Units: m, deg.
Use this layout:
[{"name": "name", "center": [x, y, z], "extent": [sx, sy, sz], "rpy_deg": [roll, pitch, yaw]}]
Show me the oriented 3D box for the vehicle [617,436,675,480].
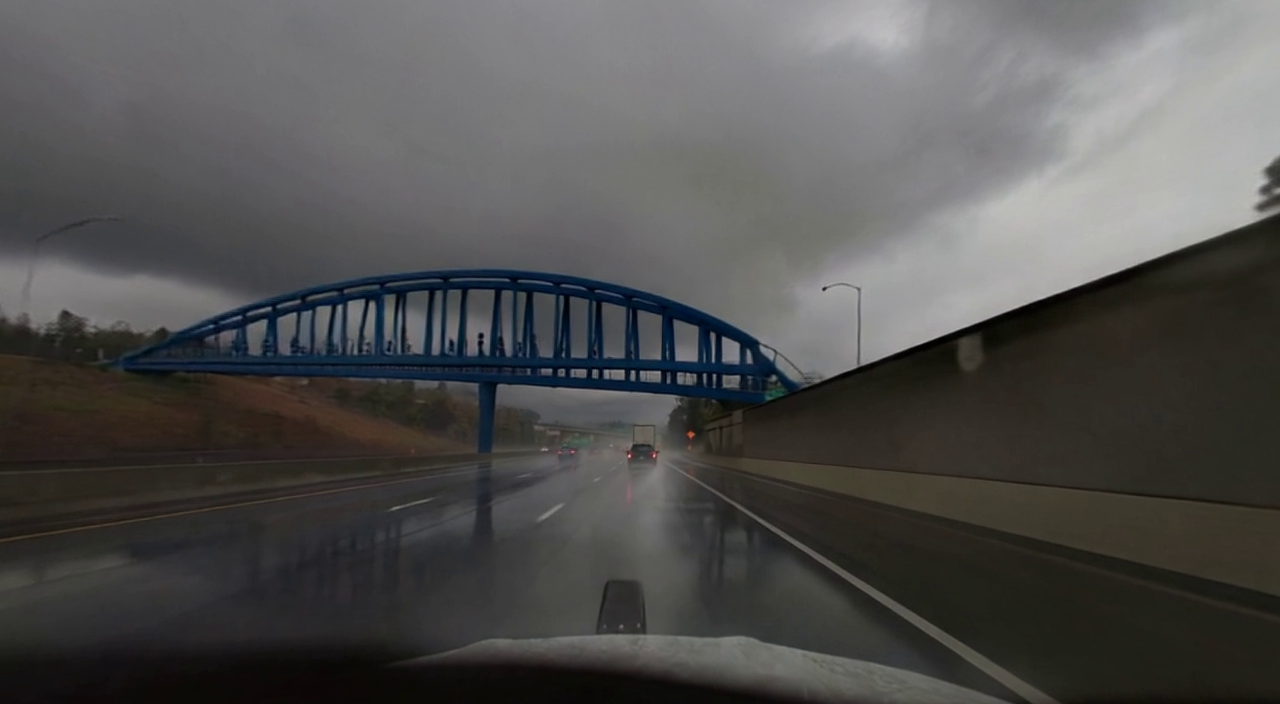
[{"name": "vehicle", "center": [0.235, 4.568, 27.337], "extent": [2.299, 1.716, 4.579], "rpy_deg": [-1, -9, 0]}]
